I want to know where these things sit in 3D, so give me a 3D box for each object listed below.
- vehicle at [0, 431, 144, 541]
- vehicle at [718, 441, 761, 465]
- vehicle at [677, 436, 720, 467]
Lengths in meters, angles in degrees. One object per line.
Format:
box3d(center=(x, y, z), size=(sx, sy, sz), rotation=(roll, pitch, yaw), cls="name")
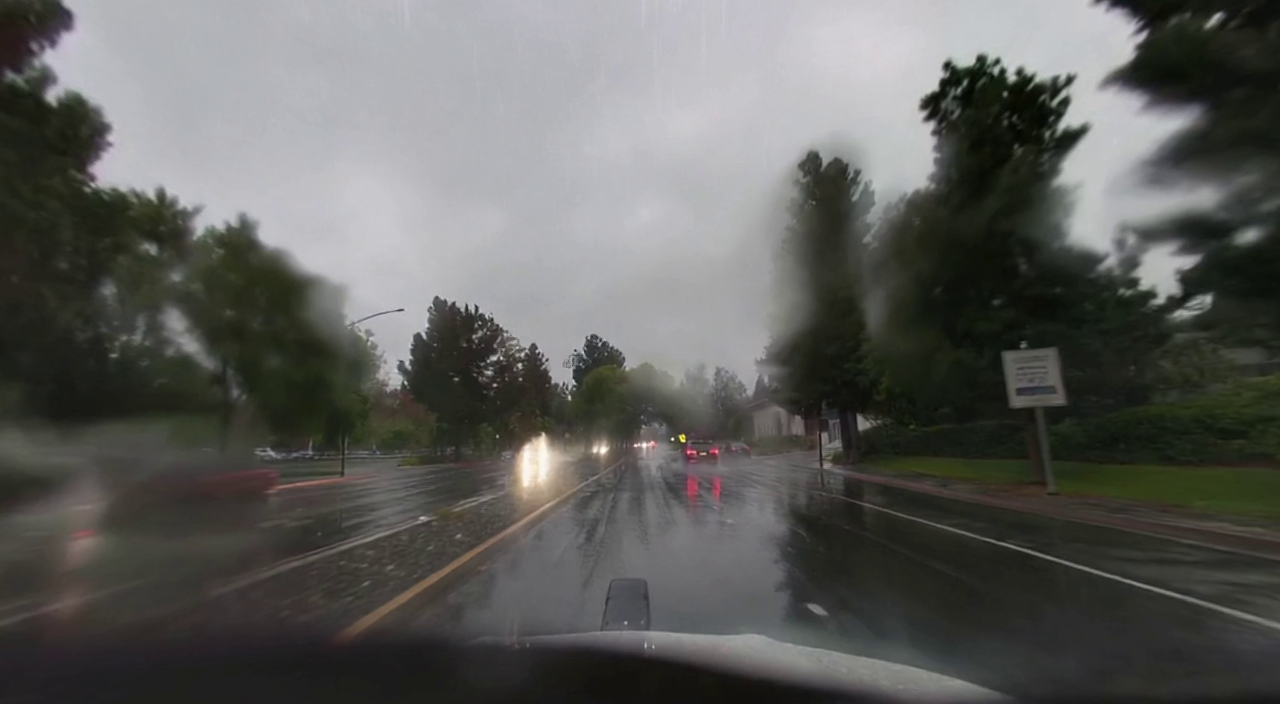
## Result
box3d(center=(-12.043, 2.415, 11.529), size=(1.998, 1.870, 4.747), rotation=(0, -8, 1), cls="vehicle")
box3d(center=(6.715, 6.855, 42.840), size=(2.100, 1.491, 4.563), rotation=(0, -8, -1), cls="vehicle")
box3d(center=(3.506, 6.073, 38.538), size=(2.143, 1.759, 4.378), rotation=(0, -8, -1), cls="vehicle")
